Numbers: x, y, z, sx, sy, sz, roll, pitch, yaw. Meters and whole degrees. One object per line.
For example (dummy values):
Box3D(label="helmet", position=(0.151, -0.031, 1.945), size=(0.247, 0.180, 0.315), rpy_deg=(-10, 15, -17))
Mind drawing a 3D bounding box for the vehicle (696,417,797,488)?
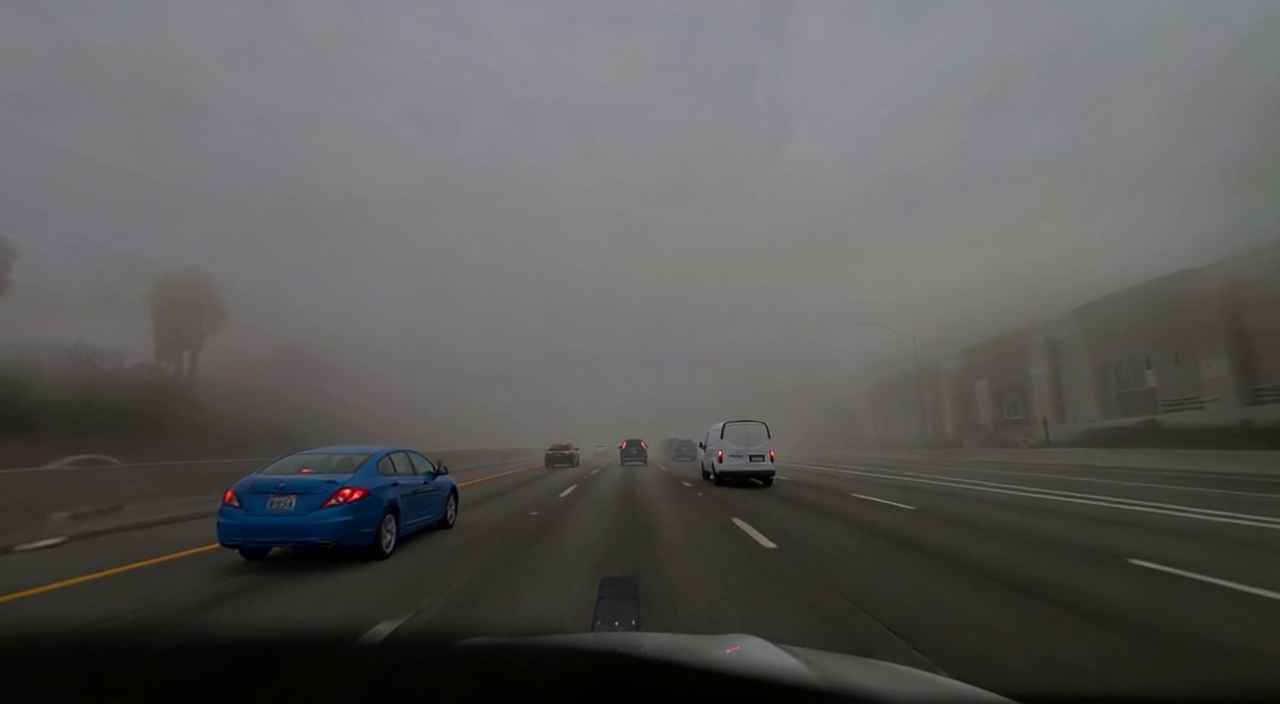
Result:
Box3D(label="vehicle", position=(3.419, 3.408, 21.583), size=(2.250, 2.074, 5.723), rpy_deg=(0, -9, -2))

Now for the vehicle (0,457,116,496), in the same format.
Box3D(label="vehicle", position=(-25.310, 5.301, 27.229), size=(1.806, 1.471, 4.273), rpy_deg=(0, -9, 0))

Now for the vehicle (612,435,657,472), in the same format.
Box3D(label="vehicle", position=(-0.285, 5.375, 33.560), size=(2.212, 1.786, 4.198), rpy_deg=(0, -9, -1))

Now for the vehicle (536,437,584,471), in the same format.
Box3D(label="vehicle", position=(-4.459, 5.767, 35.891), size=(2.109, 1.793, 4.613), rpy_deg=(0, -9, 0))

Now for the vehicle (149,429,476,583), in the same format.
Box3D(label="vehicle", position=(-3.757, 1.829, 8.380), size=(1.991, 1.469, 4.381), rpy_deg=(0, -9, 0))
